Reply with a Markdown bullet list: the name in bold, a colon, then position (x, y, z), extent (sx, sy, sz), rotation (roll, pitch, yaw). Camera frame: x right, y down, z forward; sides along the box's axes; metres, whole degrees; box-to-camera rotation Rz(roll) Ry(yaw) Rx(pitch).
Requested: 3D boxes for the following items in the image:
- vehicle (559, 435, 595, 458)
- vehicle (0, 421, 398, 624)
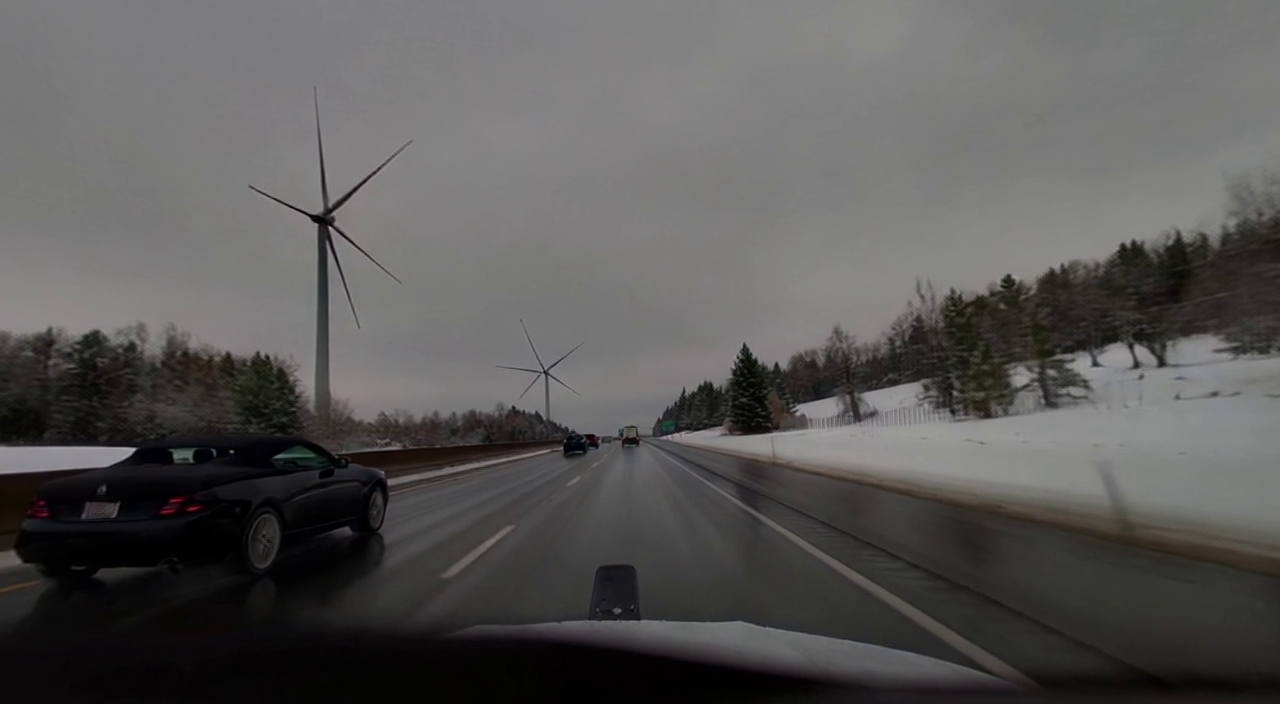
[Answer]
- **vehicle**: position (-4.027, 6.089, 40.742), extent (2.024, 1.456, 3.754), rotation (0, -8, -1)
- **vehicle**: position (-4.316, 1.486, 6.588), extent (1.969, 1.413, 4.194), rotation (0, -8, -1)
